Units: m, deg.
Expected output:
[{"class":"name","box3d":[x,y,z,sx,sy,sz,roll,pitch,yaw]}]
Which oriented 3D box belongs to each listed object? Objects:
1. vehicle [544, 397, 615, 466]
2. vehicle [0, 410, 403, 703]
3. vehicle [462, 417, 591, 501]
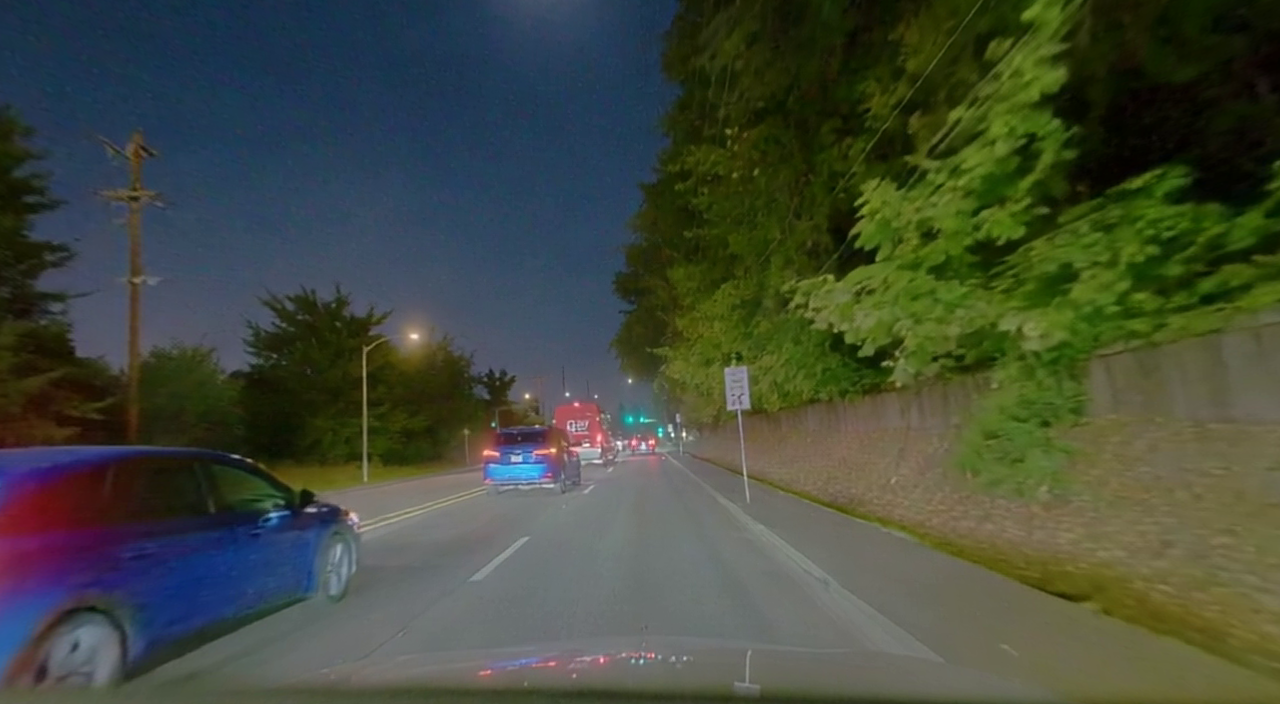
[{"class":"vehicle","box3d":[-2.973,4.327,33.767,2.818,3.181,9.114,-1,-8,1]},{"class":"vehicle","box3d":[-3.269,1.139,3.582,1.966,1.466,4.699,-1,-8,1]},{"class":"vehicle","box3d":[-2.702,2.747,16.626,2.187,1.821,5.501,-1,-8,2]}]
